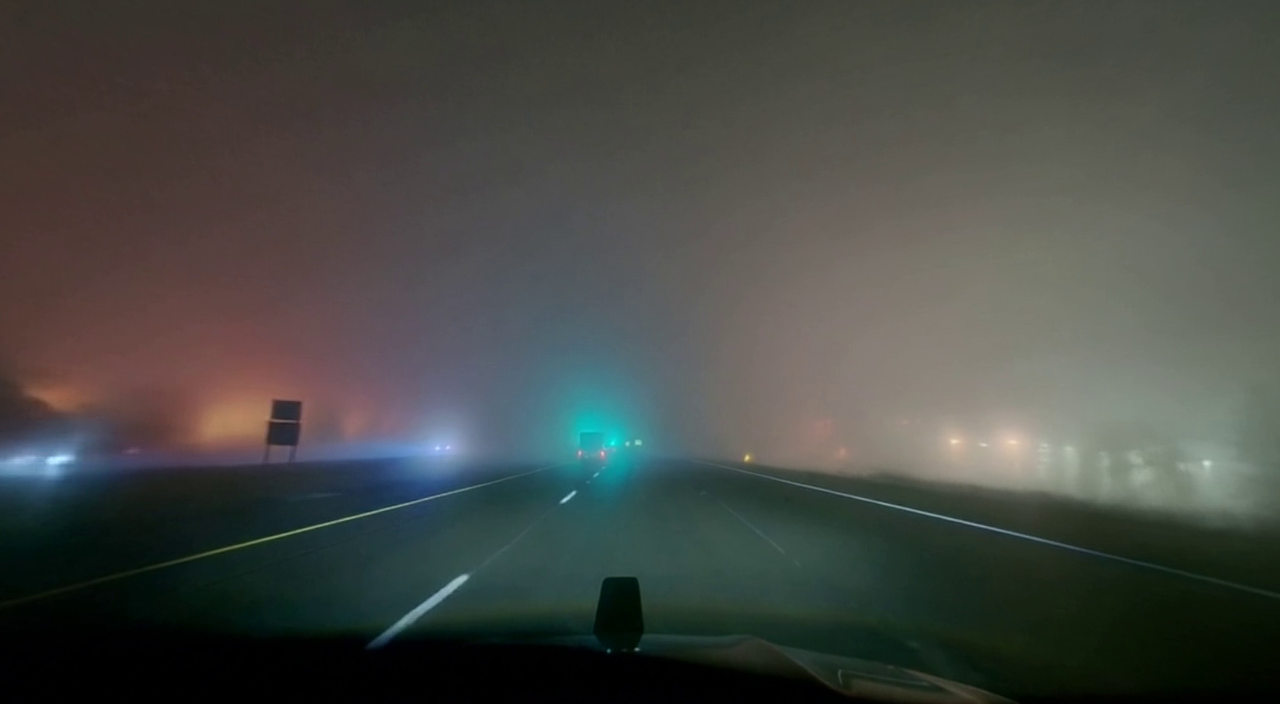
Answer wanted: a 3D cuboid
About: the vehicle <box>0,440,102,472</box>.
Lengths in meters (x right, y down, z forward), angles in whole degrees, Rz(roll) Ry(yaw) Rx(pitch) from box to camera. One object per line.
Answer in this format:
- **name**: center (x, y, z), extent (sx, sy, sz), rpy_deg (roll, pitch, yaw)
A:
- **vehicle**: center (-32.082, 5.525, 33.711), extent (1.978, 1.540, 5.108), rpy_deg (0, -9, 0)
